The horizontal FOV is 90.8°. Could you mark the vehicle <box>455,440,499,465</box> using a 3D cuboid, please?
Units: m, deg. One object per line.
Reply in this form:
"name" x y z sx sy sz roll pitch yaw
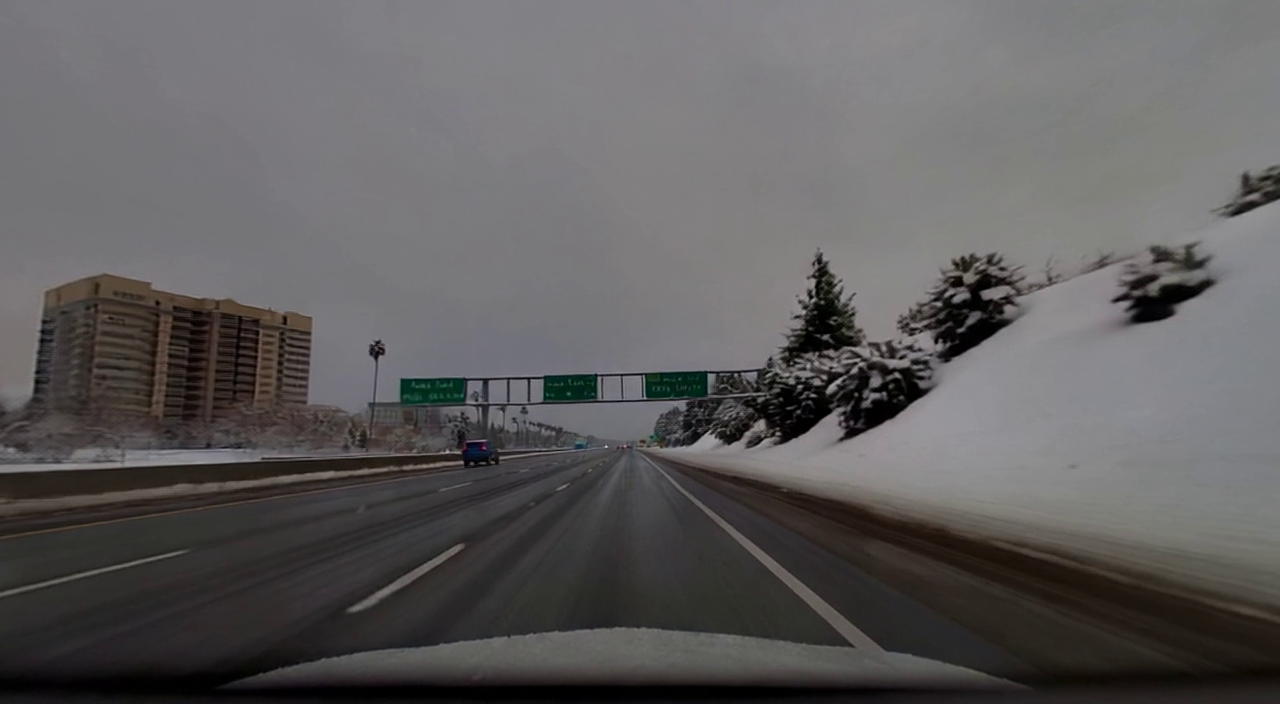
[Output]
"vehicle" -11.923 7.382 46.625 2.016 1.754 4.543 0 -8 0
